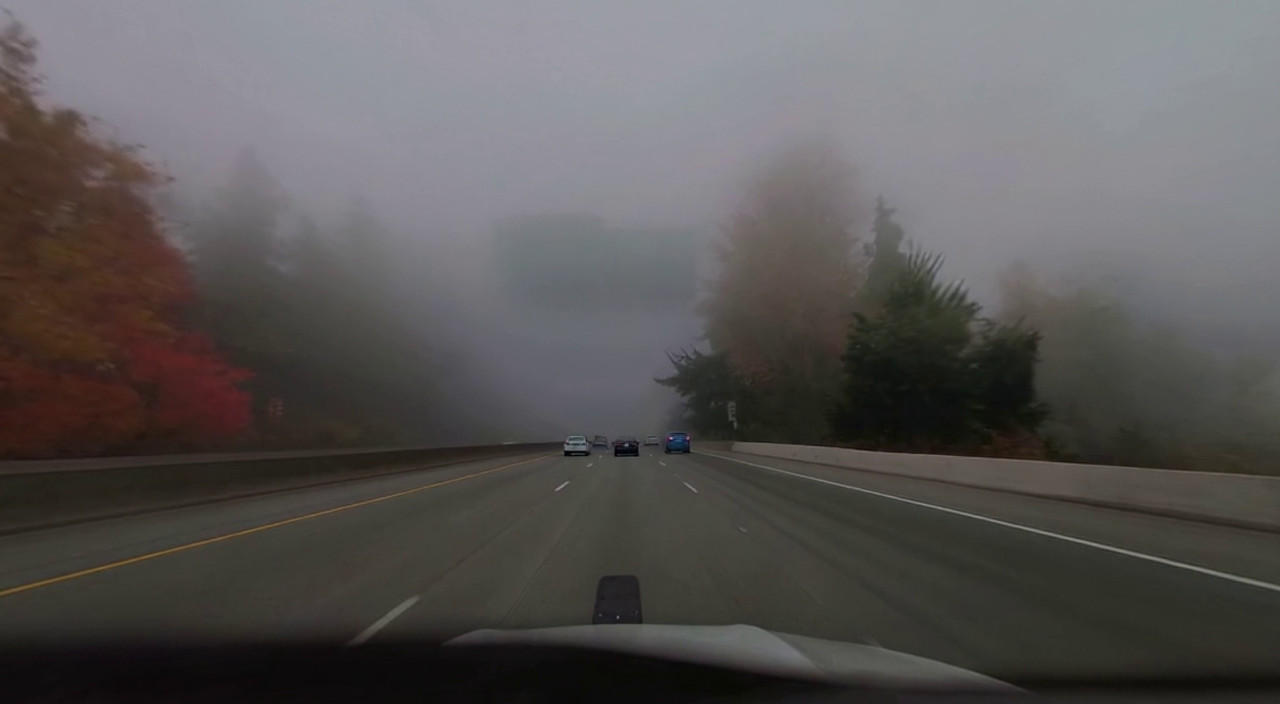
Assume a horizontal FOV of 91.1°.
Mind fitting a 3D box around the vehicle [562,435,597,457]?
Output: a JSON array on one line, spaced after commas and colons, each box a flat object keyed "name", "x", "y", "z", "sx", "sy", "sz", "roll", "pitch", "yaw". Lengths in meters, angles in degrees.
[{"name": "vehicle", "x": -4.267, "y": 6.668, "z": 44.773, "sx": 2.103, "sy": 1.507, "sz": 4.367, "roll": 0, "pitch": -8, "yaw": 0}]

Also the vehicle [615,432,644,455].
[{"name": "vehicle", "x": -0.803, "y": 7.184, "z": 49.275, "sx": 2.157, "sy": 1.688, "sz": 4.480, "roll": 0, "pitch": -8, "yaw": 0}]

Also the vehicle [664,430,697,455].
[{"name": "vehicle", "x": 3.066, "y": 6.923, "z": 48.228, "sx": 2.055, "sy": 1.786, "sz": 4.157, "roll": 0, "pitch": -8, "yaw": -2}]
